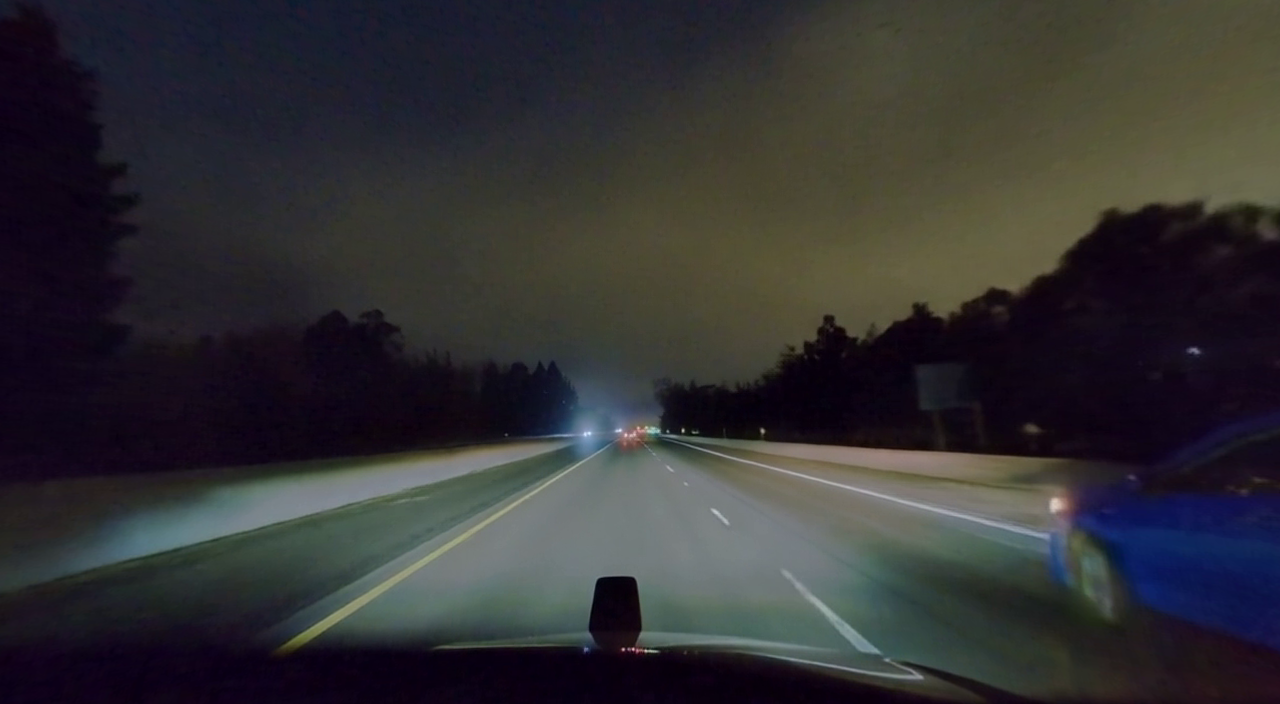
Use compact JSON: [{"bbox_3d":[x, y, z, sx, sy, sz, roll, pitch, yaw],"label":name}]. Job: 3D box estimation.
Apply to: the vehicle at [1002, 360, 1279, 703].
[{"bbox_3d":[3.476,0.793,2.239,1.973,1.563,3.959,0,-8,0],"label":"vehicle"}]
